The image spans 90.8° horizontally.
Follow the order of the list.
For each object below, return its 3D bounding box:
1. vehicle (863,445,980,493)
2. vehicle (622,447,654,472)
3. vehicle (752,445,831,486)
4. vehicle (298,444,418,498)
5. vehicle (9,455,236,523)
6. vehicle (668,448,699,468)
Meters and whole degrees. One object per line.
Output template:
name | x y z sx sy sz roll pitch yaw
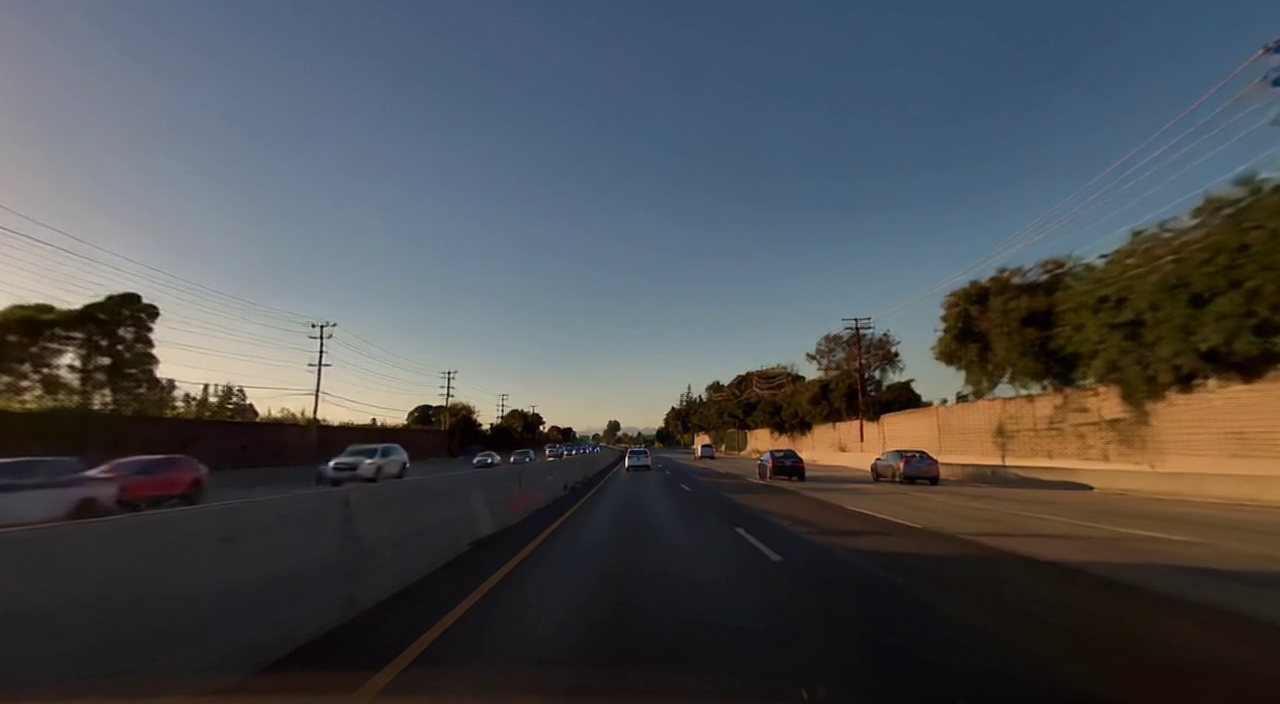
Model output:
vehicle | 9.662 4.036 22.176 1.969 1.506 4.422 0 -9 -1
vehicle | -0.168 7.038 41.516 1.993 1.506 3.883 0 -9 -1
vehicle | 6.137 4.649 26.218 2.069 1.520 4.614 0 -9 -1
vehicle | -10.099 4.274 23.131 2.288 1.735 4.468 0 -9 0
vehicle | -13.466 3.557 16.958 2.133 1.485 4.644 0 -9 0
vehicle | 3.289 8.166 48.833 1.981 1.480 4.316 0 -9 -1
